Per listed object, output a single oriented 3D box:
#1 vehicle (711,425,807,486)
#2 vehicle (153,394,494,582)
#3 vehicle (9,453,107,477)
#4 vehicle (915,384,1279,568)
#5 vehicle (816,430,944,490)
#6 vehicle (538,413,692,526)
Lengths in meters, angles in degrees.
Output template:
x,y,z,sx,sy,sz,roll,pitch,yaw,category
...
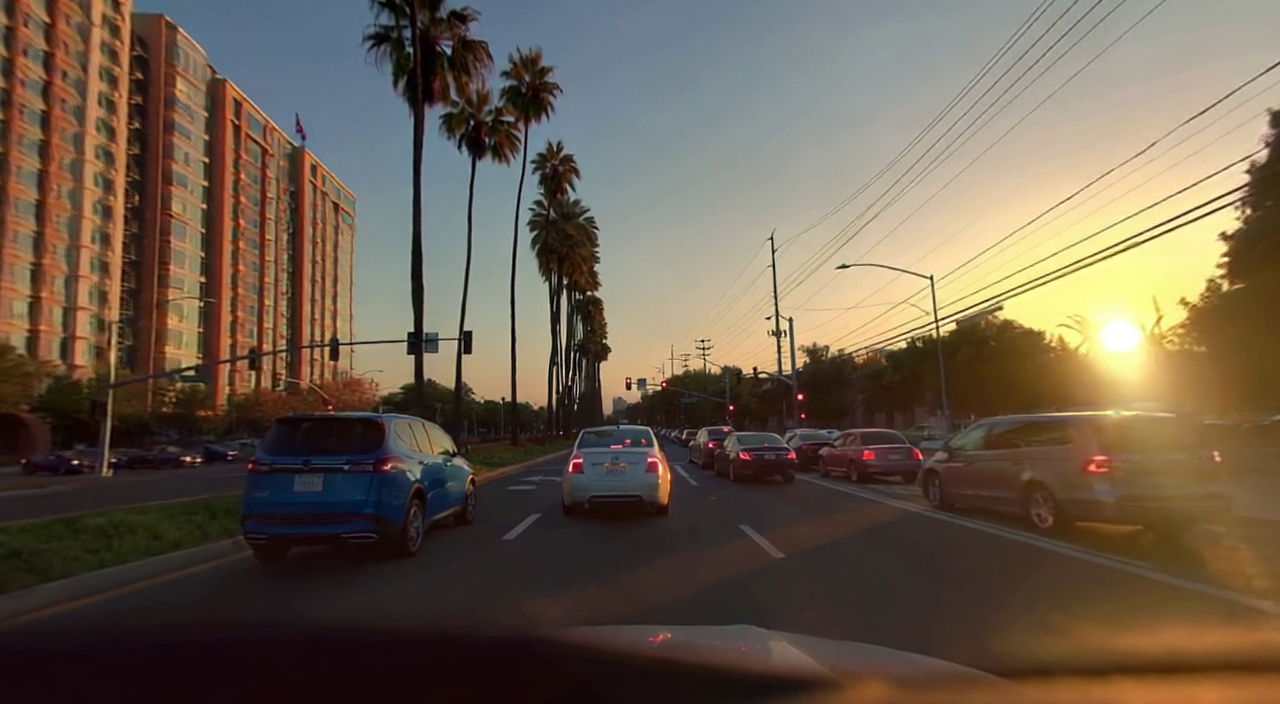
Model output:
x,y,z,sx,sy,sz,roll,pitch,yaw,category
3.334,3.000,18.545,1.975,1.598,4.025,0,-8,-1,vehicle
-3.534,1.619,8.283,2.136,1.779,4.417,0,-8,0,vehicle
-42.472,8.233,46.205,4.867,1.689,1.971,1,-8,-9,vehicle
6.453,1.725,9.551,2.130,1.979,5.310,0,-8,0,vehicle
6.540,2.987,17.766,1.764,1.451,4.300,0,-8,-2,vehicle
-0.429,2.076,11.642,2.302,1.681,4.217,0,-8,-2,vehicle
